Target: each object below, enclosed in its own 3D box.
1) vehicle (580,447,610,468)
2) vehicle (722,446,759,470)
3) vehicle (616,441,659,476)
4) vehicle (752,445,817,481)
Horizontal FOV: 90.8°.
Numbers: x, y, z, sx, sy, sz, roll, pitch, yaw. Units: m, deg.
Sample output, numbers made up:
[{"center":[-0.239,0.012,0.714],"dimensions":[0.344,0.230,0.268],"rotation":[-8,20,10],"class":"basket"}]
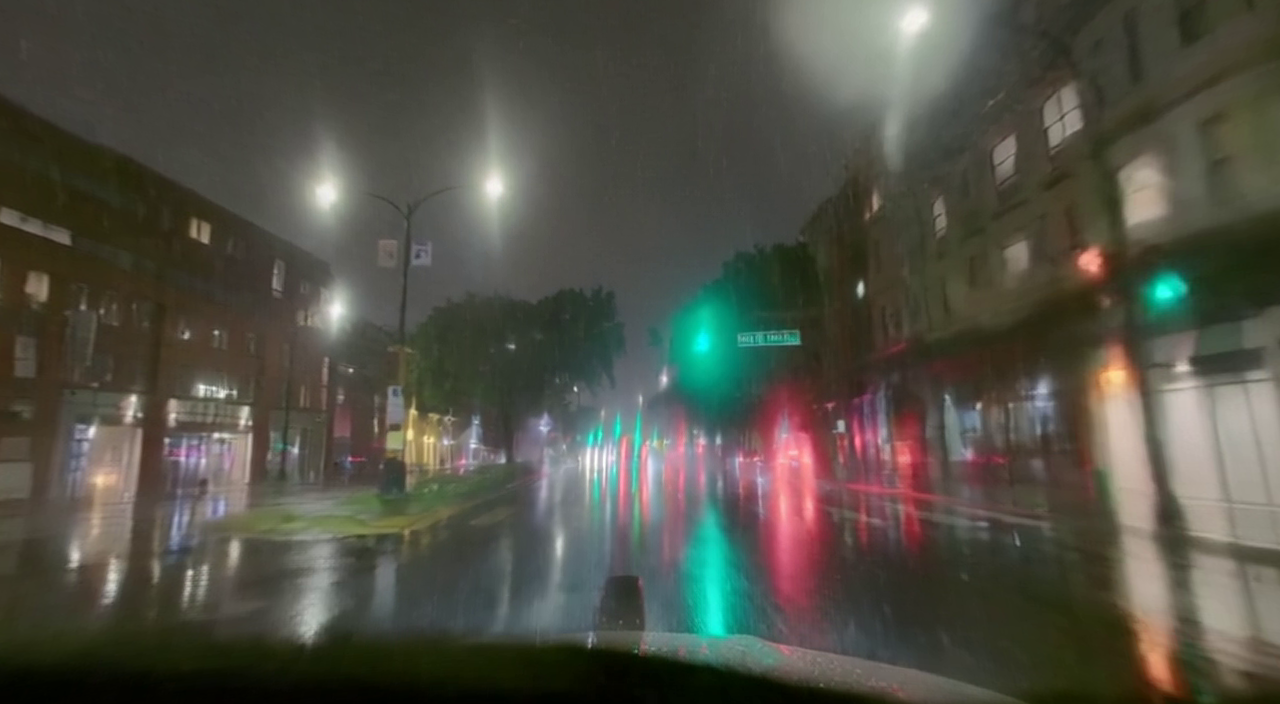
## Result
[{"center":[-3.435,8.099,48.589],"dimensions":[2.014,1.470,4.552],"rotation":[0,-8,-1],"class":"vehicle"},{"center":[6.878,7.257,43.471],"dimensions":[1.785,1.586,3.896],"rotation":[0,-8,-2],"class":"vehicle"},{"center":[-0.188,5.785,34.734],"dimensions":[2.223,1.775,4.250],"rotation":[0,-8,-2],"class":"vehicle"},{"center":[6.780,5.234,30.153],"dimensions":[2.069,1.590,4.066],"rotation":[0,-8,-1],"class":"vehicle"}]
